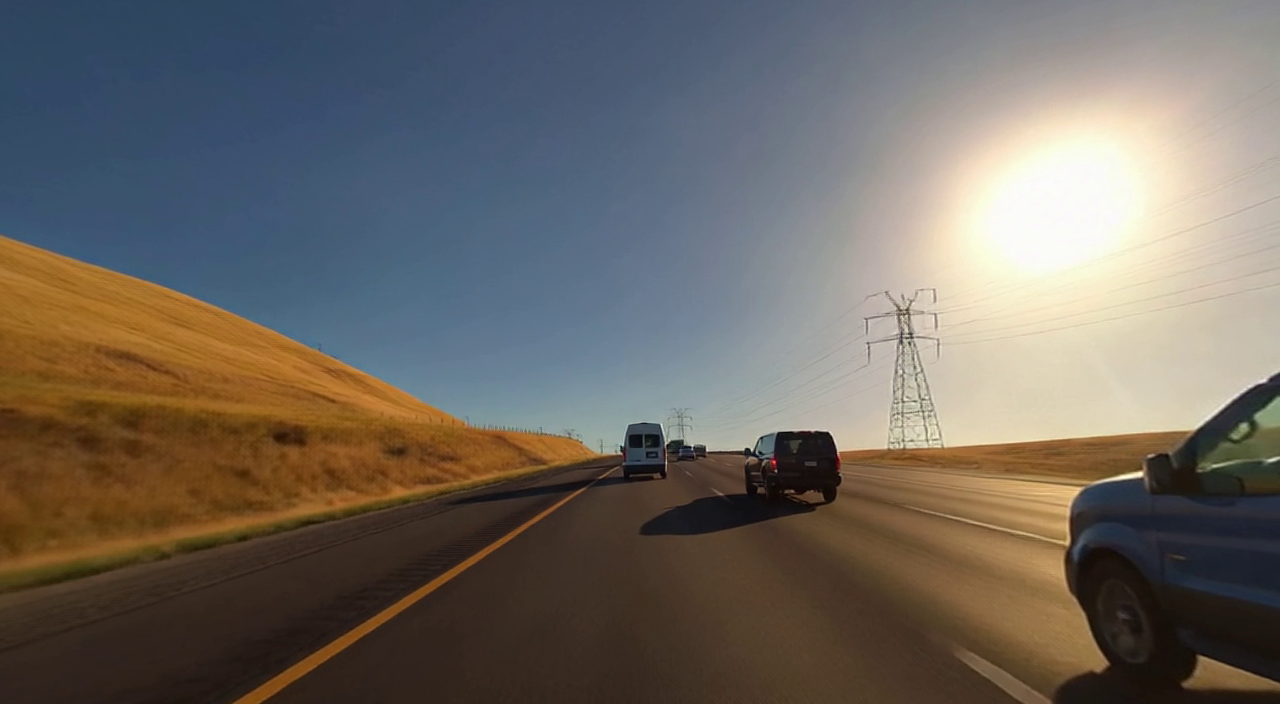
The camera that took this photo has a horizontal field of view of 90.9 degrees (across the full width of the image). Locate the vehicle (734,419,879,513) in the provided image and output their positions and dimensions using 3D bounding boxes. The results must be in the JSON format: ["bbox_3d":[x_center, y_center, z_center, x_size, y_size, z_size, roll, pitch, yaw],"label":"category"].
[{"bbox_3d":[3.605,2.575,14.690,2.139,1.821,4.480,0,-8,0],"label":"vehicle"}]

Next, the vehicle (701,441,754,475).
[{"bbox_3d":[4.092,5.029,30.117,1.938,1.466,4.356,0,-9,0],"label":"vehicle"}]

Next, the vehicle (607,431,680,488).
[{"bbox_3d":[0.159,3.700,21.963,2.268,1.772,4.523,0,-9,1],"label":"vehicle"}]

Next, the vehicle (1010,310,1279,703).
[{"bbox_3d":[3.963,0.619,1.441,2.691,1.901,5.744,0,-9,-1],"label":"vehicle"}]
